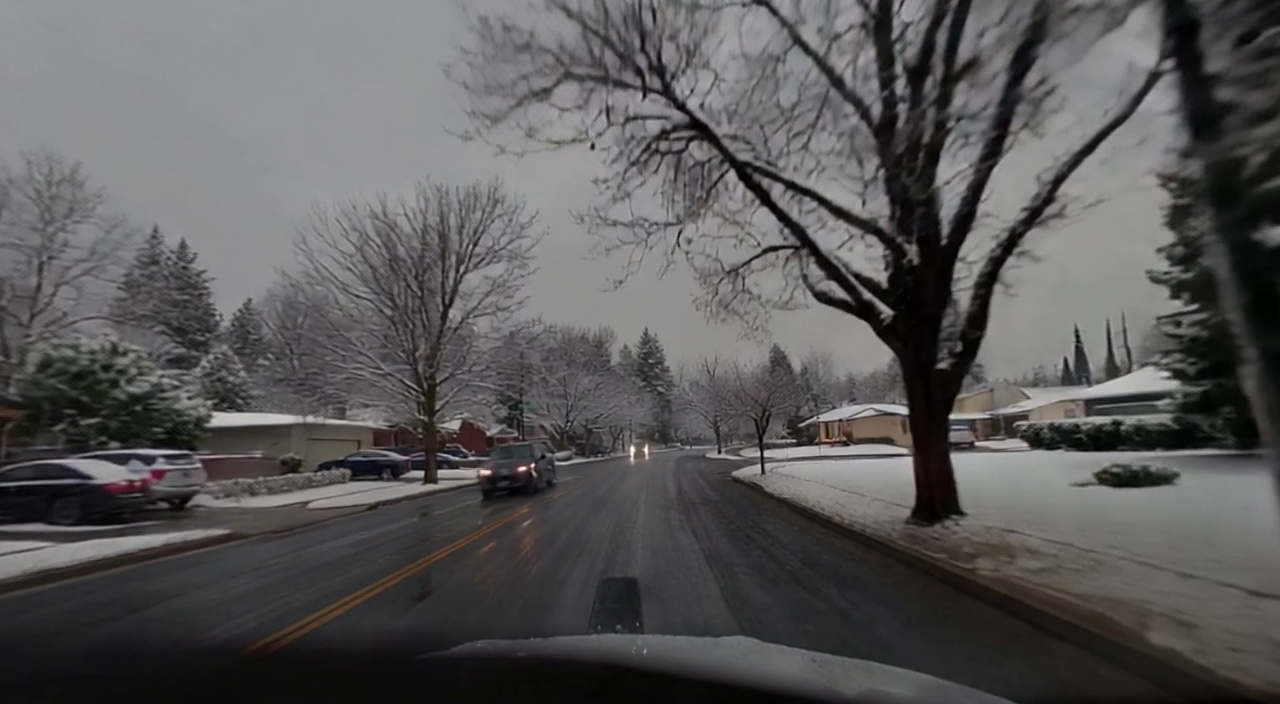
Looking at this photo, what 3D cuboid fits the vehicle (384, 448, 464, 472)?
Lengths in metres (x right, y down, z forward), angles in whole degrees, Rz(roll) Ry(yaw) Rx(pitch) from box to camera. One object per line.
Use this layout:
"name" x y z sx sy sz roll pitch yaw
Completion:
"vehicle" -13.788 6.878 40.386 4.370 1.482 1.926 -1 -9 5

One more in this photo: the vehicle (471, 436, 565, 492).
"vehicle" -4.095 3.845 22.038 2.131 1.731 4.533 -1 -9 3

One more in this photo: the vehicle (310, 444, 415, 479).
"vehicle" -13.745 5.436 31.499 4.237 1.687 1.970 0 -9 -2

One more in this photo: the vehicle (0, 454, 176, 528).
"vehicle" -13.768 3.100 14.394 4.703 1.487 2.002 1 -9 -2
